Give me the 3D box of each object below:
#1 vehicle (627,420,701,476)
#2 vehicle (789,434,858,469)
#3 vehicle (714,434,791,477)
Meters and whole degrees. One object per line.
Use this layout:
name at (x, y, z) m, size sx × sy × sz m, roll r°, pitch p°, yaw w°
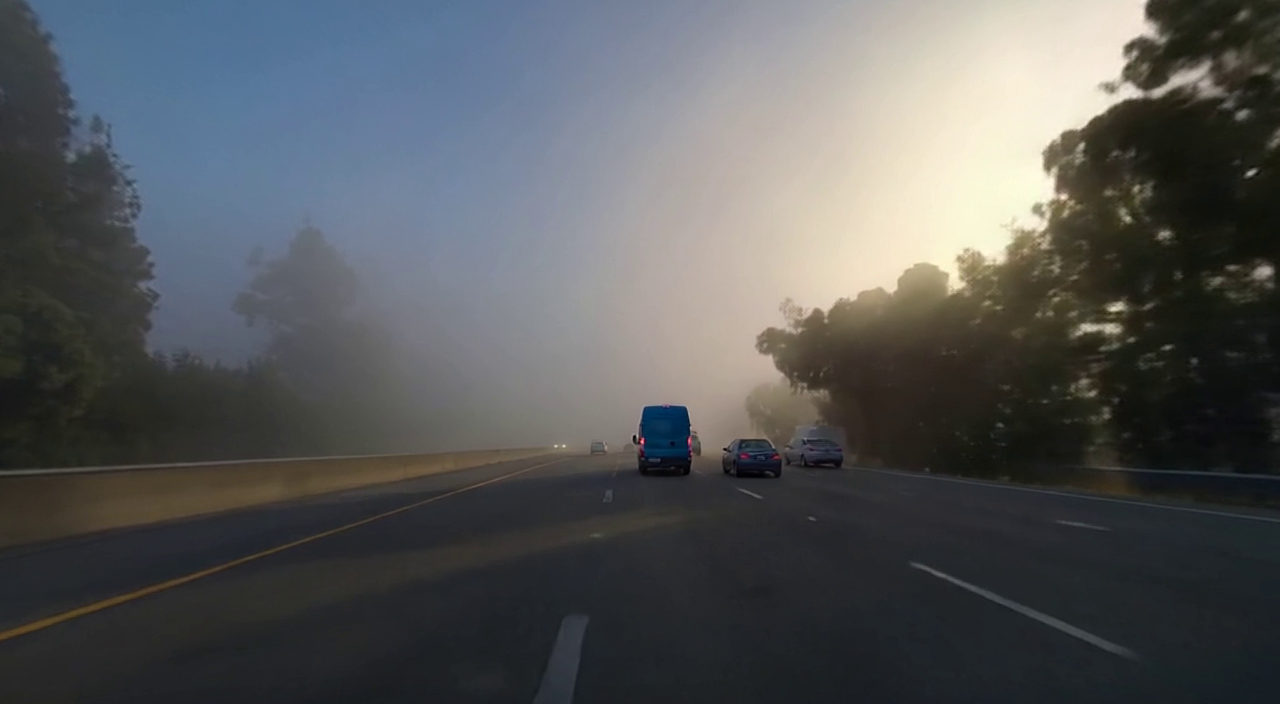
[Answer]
vehicle at (0.852, 3.966, 26.177) m, size 2.546 × 2.087 × 5.404 m, roll 0°, pitch -8°, yaw -3°
vehicle at (8.337, 4.558, 28.839) m, size 1.874 × 1.496 × 3.586 m, roll 0°, pitch -8°, yaw -3°
vehicle at (4.236, 3.954, 24.304) m, size 2.099 × 1.510 × 3.784 m, roll 0°, pitch -8°, yaw -3°
